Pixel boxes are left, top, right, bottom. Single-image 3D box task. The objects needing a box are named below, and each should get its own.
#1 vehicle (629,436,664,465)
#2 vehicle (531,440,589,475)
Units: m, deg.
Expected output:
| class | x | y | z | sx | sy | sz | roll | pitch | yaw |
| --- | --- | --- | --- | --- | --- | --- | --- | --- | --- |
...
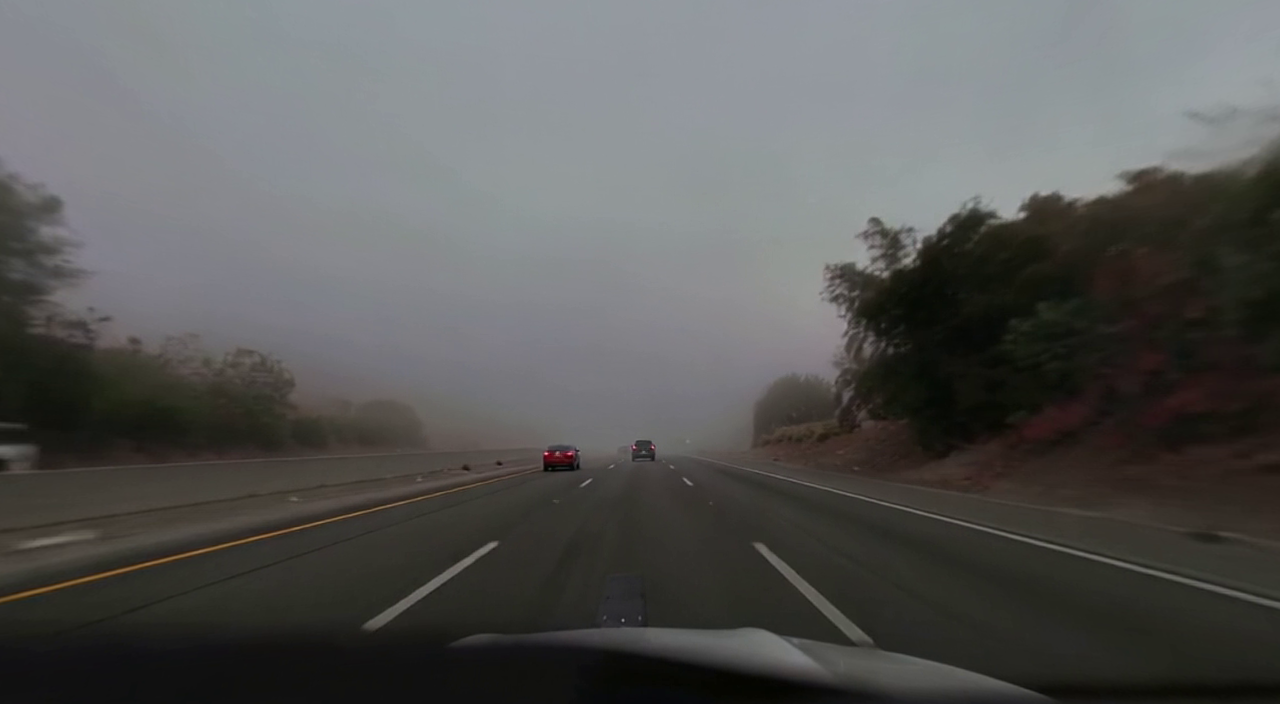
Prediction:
| class | x | y | z | sx | sy | sz | roll | pitch | yaw |
| --- | --- | --- | --- | --- | --- | --- | --- | --- | --- |
| vehicle | 0.377 | 6.704 | 42.956 | 2.272 | 1.836 | 4.866 | 0 | -8 | -1 |
| vehicle | -3.648 | 4.916 | 29.528 | 2.082 | 1.485 | 4.237 | 0 | -8 | 1 |
